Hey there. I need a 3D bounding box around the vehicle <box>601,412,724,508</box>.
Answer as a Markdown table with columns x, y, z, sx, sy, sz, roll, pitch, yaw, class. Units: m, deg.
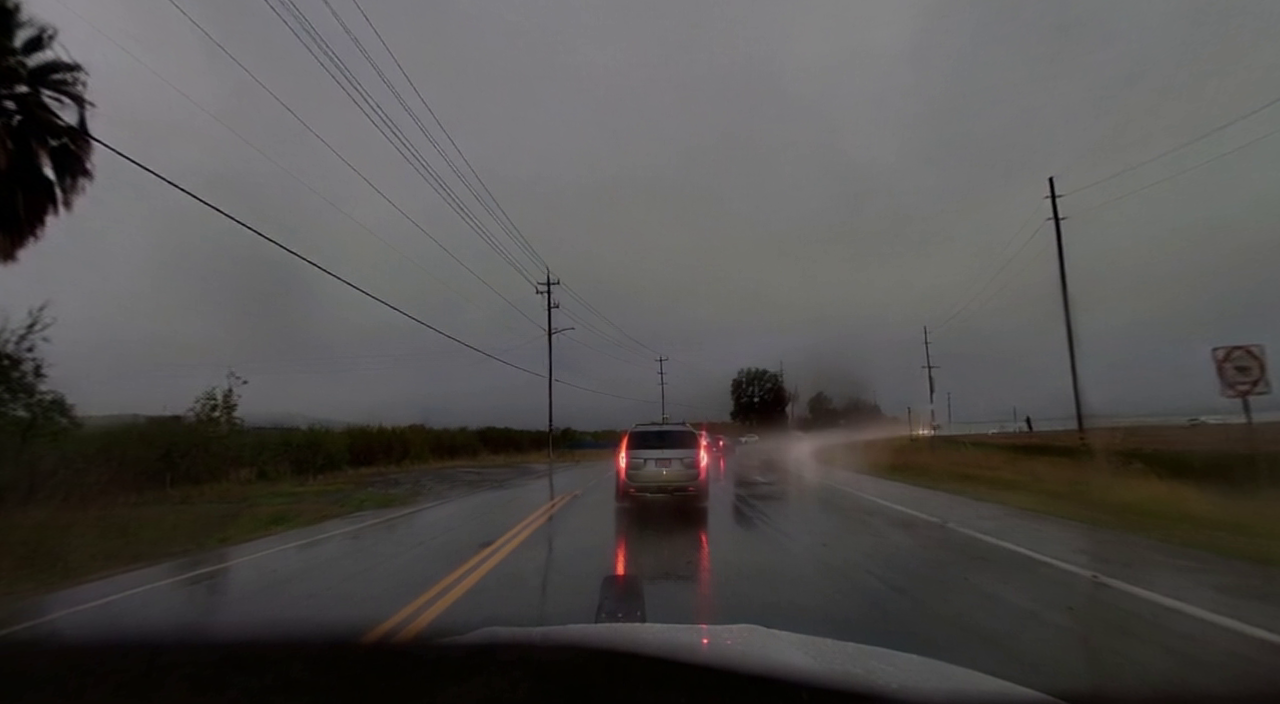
| x | y | z | sx | sy | sz | roll | pitch | yaw | class |
| --- | --- | --- | --- | --- | --- | --- | --- | --- | --- |
| 0.472 | 2.433 | 14.586 | 2.364 | 1.859 | 4.538 | 0 | -8 | 1 | vehicle |
